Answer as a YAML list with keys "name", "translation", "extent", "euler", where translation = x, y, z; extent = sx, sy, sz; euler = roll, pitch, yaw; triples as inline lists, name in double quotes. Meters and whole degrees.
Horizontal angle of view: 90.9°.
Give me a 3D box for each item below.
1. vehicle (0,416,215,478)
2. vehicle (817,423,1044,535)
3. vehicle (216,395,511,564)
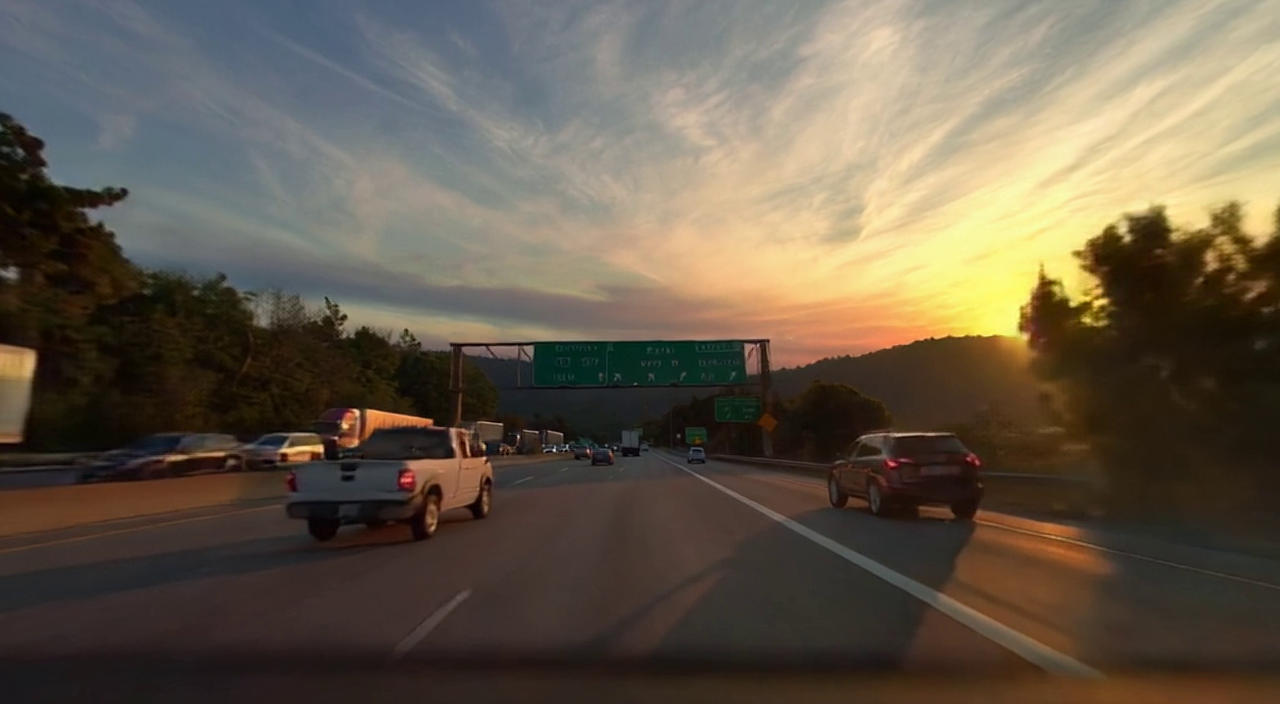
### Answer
- name: "vehicle"
  translation: [-14.098, 2.595, 17.113]
  extent: [1.967, 1.454, 4.432]
  euler: [0, -9, 0]
- name: "vehicle"
  translation: [5.172, 2.326, 12.058]
  extent: [2.080, 1.725, 4.252]
  euler: [1, -9, -4]
- name: "vehicle"
  translation: [-3.722, 1.865, 9.917]
  extent: [2.220, 1.928, 5.176]
  euler: [0, -9, 1]
